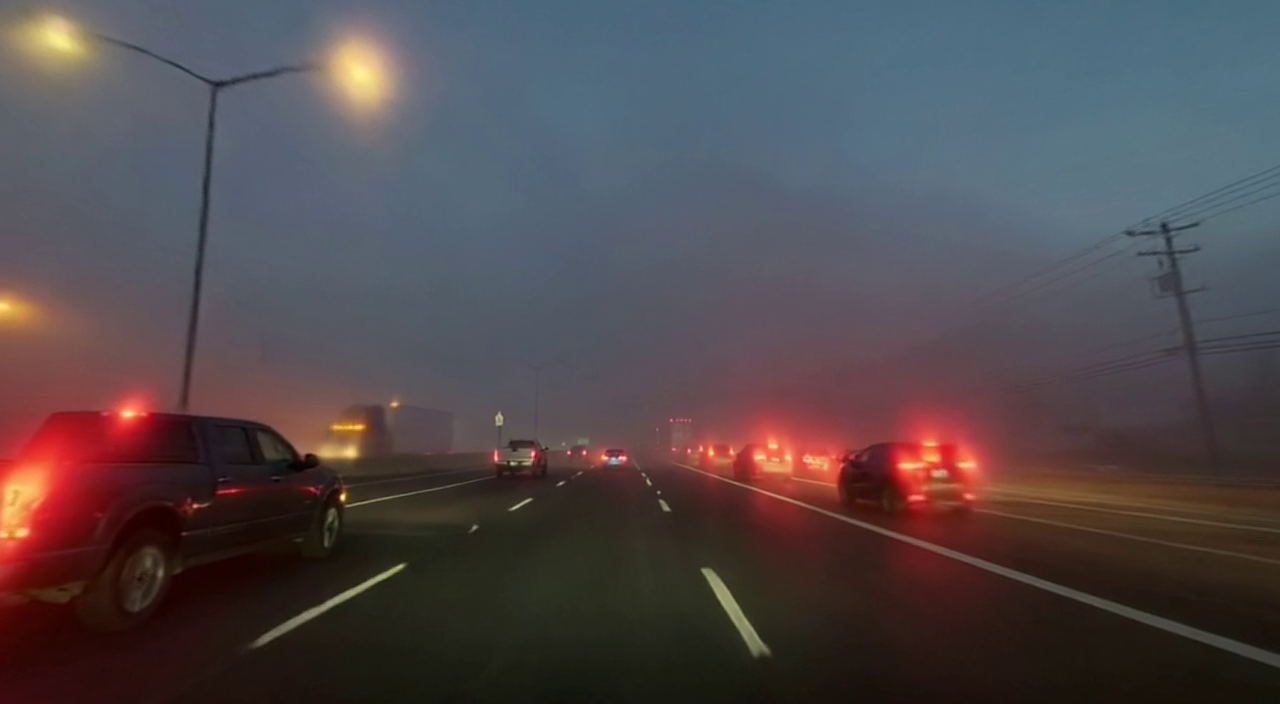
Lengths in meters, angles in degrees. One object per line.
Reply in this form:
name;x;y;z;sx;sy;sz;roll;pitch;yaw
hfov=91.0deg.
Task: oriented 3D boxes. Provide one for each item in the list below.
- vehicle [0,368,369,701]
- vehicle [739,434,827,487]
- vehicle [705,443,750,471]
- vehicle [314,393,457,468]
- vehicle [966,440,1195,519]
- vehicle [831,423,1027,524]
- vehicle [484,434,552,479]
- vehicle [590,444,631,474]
vehicle;-4.367;1.247;5.428;2.127;1.705;4.374;1;-9;-1
vehicle;5.330;4.116;24.213;2.086;1.783;4.868;1;-9;-2
vehicle;5.246;6.334;38.162;1.978;1.607;4.245;1;-9;-2
vehicle;-14.291;4.799;37.339;3.082;3.601;13.571;1;-9;-1
vehicle;9.891;2.863;14.748;1.969;1.521;4.580;1;-9;-1
vehicle;5.587;2.392;12.884;1.977;1.705;4.078;1;-9;-1
vehicle;-5.372;4.678;28.389;2.147;1.825;4.602;0;-9;0
vehicle;-1.531;5.760;34.073;2.060;1.508;4.308;1;-9;-1
